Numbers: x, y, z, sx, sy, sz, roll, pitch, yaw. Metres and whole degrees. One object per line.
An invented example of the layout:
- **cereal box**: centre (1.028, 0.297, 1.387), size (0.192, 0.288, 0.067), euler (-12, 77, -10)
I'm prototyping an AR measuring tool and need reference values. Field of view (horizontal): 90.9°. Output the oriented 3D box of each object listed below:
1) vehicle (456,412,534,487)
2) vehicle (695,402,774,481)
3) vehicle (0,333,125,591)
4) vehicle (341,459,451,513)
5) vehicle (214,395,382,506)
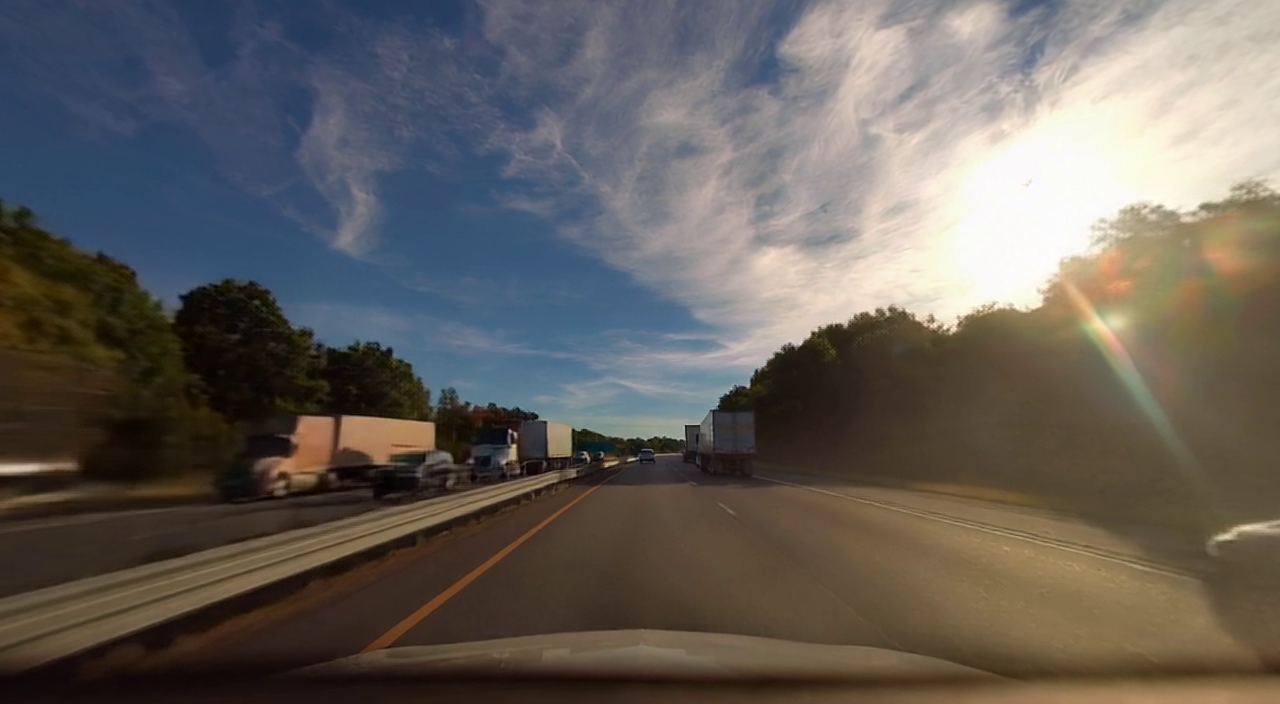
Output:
- **vehicle**: centre (-8.221, 5.647, 36.570), size (3.016, 3.937, 5.836), euler (0, -9, 1)
- **vehicle**: centre (4.842, 5.006, 34.787), size (2.866, 3.558, 11.674), euler (0, -9, 2)
- **vehicle**: centre (-10.484, 1.115, 6.082), size (2.952, 3.538, 9.079), euler (-1, -9, 3)
- **vehicle**: centre (-8.109, 4.467, 21.453), size (1.952, 1.579, 4.290), euler (0, -9, 1)
- **vehicle**: centre (-12.925, 3.822, 24.620), size (2.908, 3.778, 6.092), euler (0, -9, 1)
